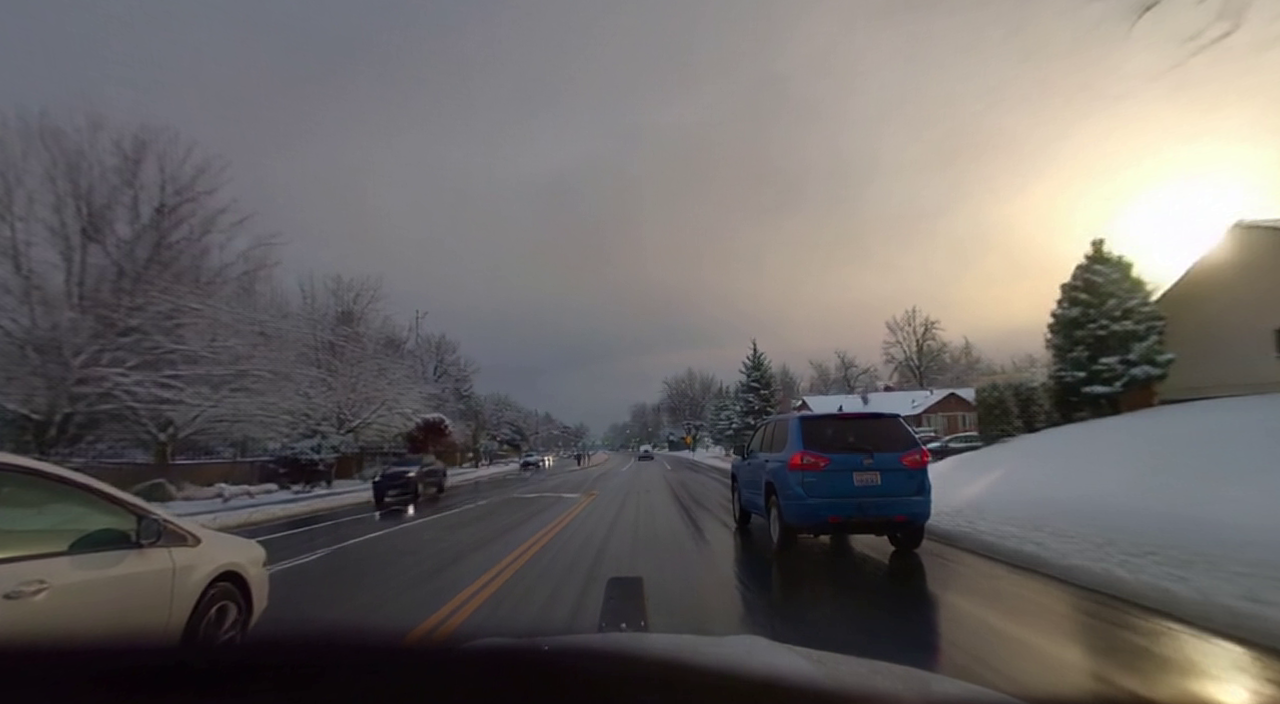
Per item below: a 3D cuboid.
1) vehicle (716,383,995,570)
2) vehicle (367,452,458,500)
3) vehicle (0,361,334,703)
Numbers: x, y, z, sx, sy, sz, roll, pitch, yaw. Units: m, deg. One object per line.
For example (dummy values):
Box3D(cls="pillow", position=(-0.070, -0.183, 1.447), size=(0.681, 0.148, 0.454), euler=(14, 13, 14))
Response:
Box3D(cls="vehicle", position=(2.735, 1.797, 9.885), size=(2.338, 2.063, 5.592), euler=(0, -9, 0))
Box3D(cls="vehicle", position=(-8.822, 4.828, 24.859), size=(1.970, 1.651, 4.272), euler=(0, -9, 0))
Box3D(cls="vehicle", position=(-3.211, 0.868, 2.107), size=(2.058, 1.659, 4.514), euler=(0, -9, 1))
